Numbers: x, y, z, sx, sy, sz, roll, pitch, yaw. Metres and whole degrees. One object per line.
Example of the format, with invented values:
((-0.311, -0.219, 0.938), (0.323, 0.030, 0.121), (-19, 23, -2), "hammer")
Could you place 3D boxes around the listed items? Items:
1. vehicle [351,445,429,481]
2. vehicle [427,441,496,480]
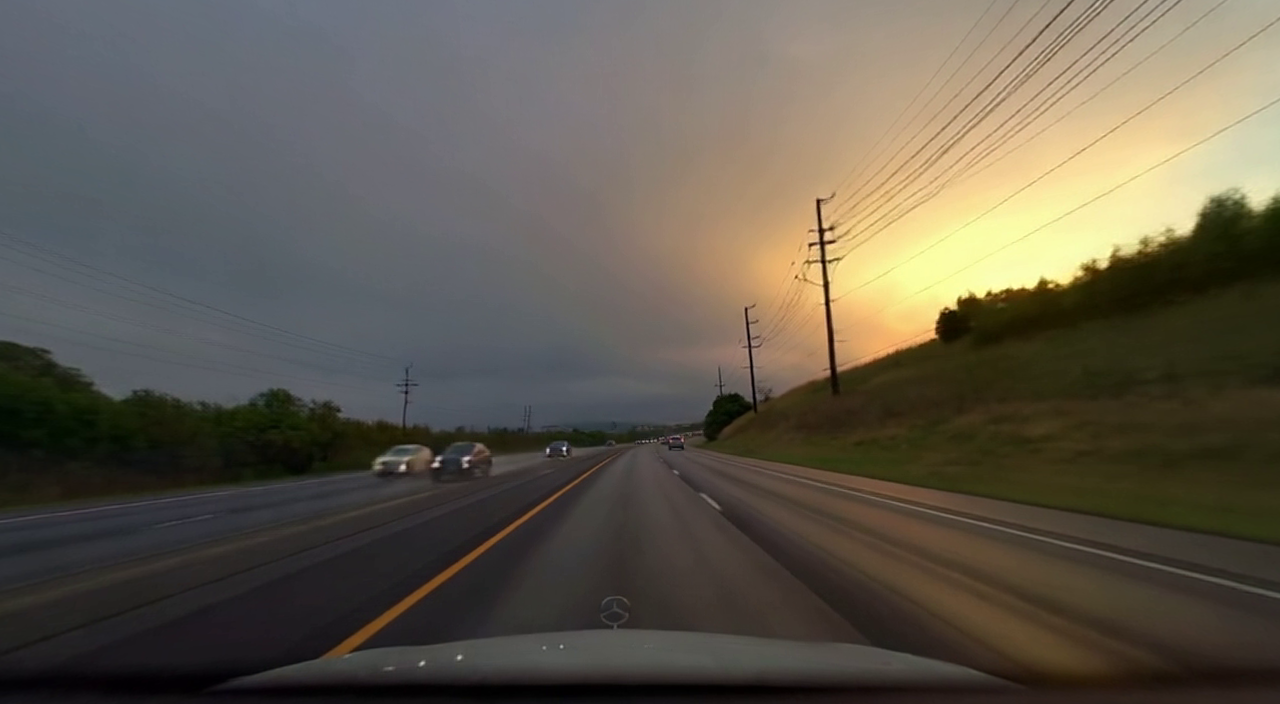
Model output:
((-11.036, 4.897, 28.111), (1.912, 1.468, 4.018), (0, -8, -1), "vehicle")
((-7.846, 4.783, 28.136), (1.863, 1.592, 4.379), (0, -8, -1), "vehicle")
